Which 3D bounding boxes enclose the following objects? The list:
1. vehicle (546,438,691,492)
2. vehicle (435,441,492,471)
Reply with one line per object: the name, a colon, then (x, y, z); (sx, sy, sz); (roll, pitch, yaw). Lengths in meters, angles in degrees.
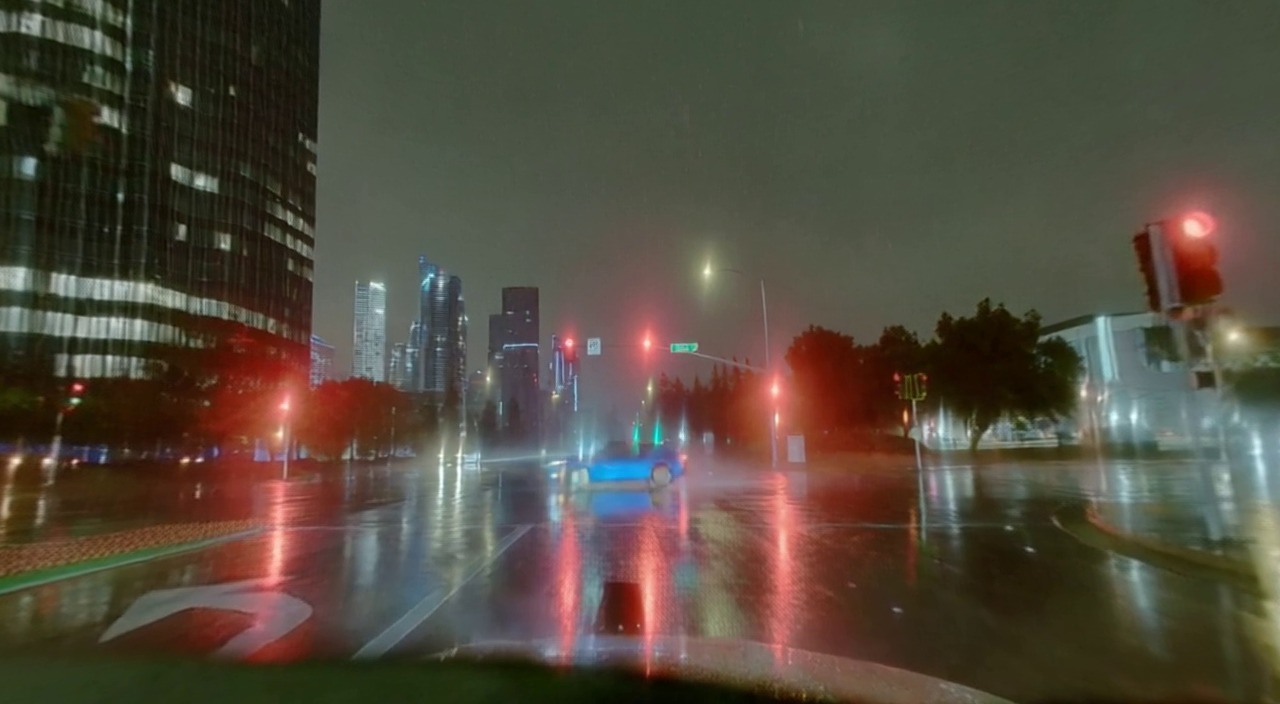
vehicle: (-0.711, 3.604, 20.382); (4.218, 1.572, 2.065); (4, -9, -22)
vehicle: (-11.490, 6.808, 41.392); (2.069, 1.771, 4.947); (0, -9, 3)
